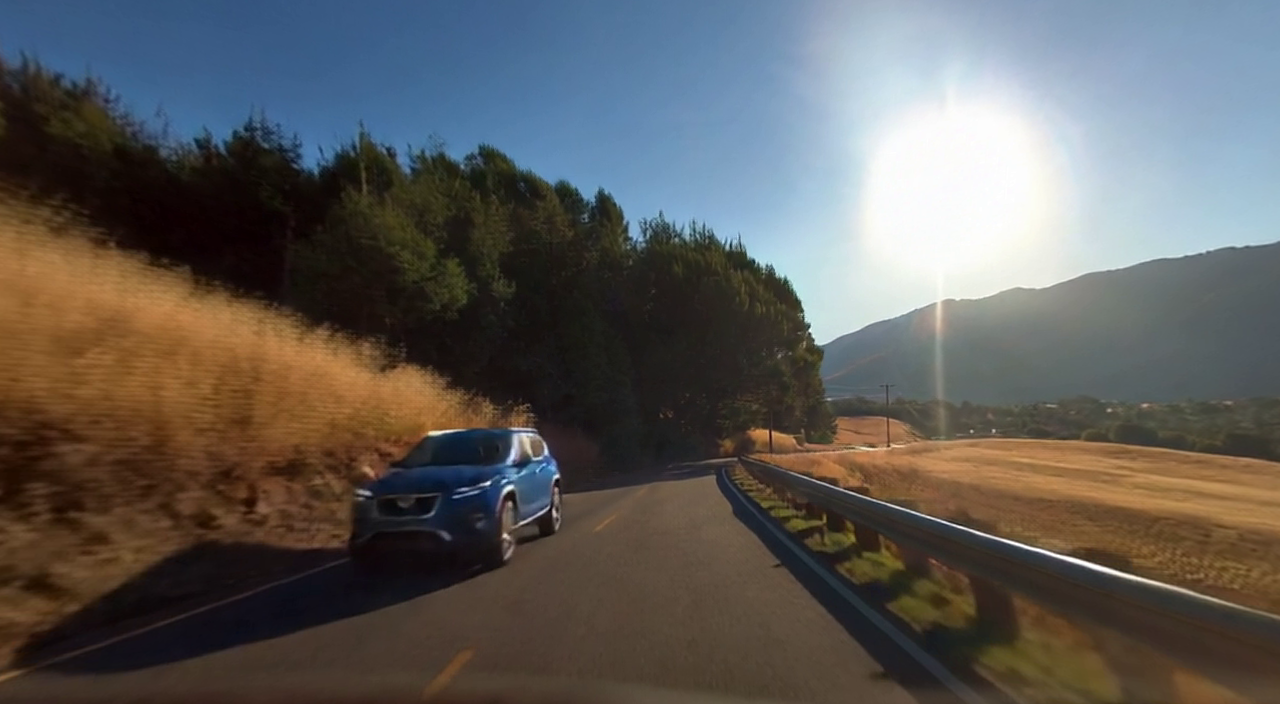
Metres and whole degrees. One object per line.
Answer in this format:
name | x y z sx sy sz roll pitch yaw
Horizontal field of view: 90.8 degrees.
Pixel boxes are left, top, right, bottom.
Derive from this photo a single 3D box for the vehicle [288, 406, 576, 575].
vehicle | -2.534 1.864 9.350 2.251 1.799 4.776 -1 -9 6
